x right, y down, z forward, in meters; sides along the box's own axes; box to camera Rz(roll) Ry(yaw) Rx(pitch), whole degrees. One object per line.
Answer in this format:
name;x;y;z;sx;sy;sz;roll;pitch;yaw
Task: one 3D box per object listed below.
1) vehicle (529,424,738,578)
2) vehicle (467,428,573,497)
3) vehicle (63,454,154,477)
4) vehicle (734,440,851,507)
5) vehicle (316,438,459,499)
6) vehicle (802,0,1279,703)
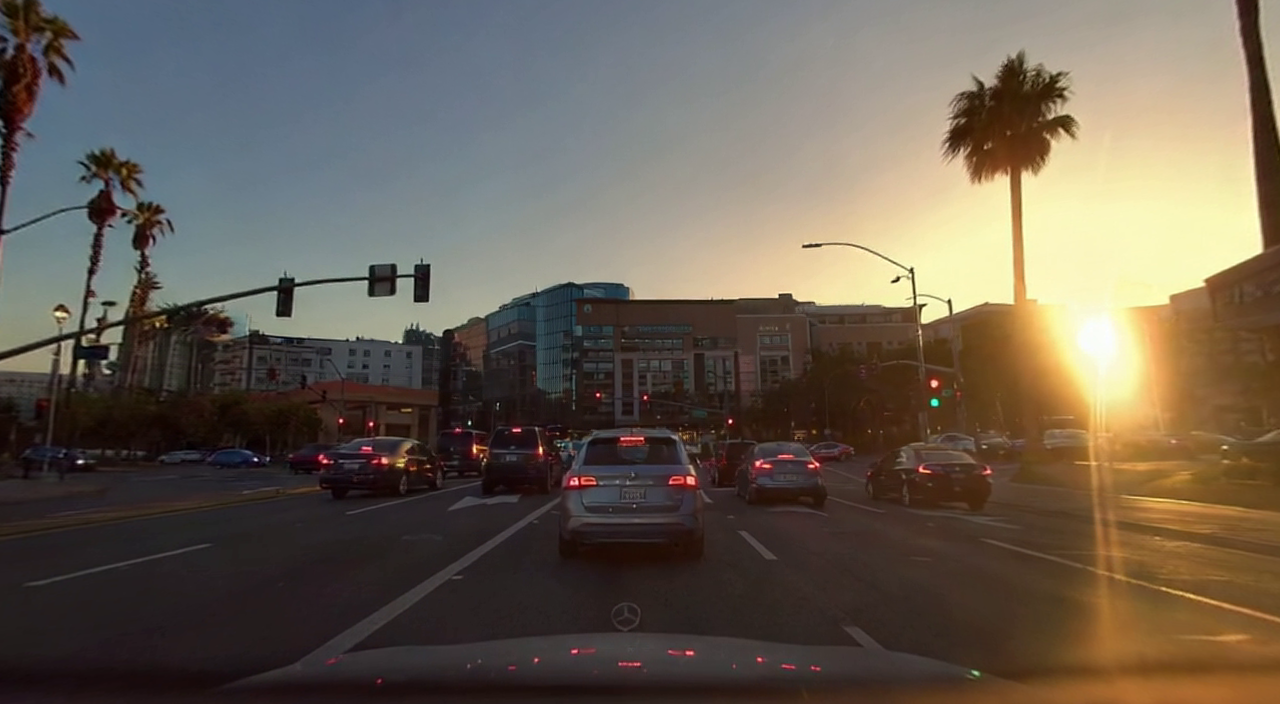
vehicle;-0.079;1.769;8.234;2.060;1.499;3.831;0;-9;0
vehicle;-3.267;3.123;18.131;2.020;1.721;4.366;-1;-9;2
vehicle;-37.829;8.077;45.066;4.630;1.473;1.837;1;-9;-7
vehicle;3.690;3.014;16.143;1.989;1.467;4.364;0;-9;1
vehicle;-6.914;3.228;17.987;1.927;1.480;4.832;0;-9;2
vehicle;3.548;-0.439;1.181;2.970;4.015;13.606;0;-9;0
